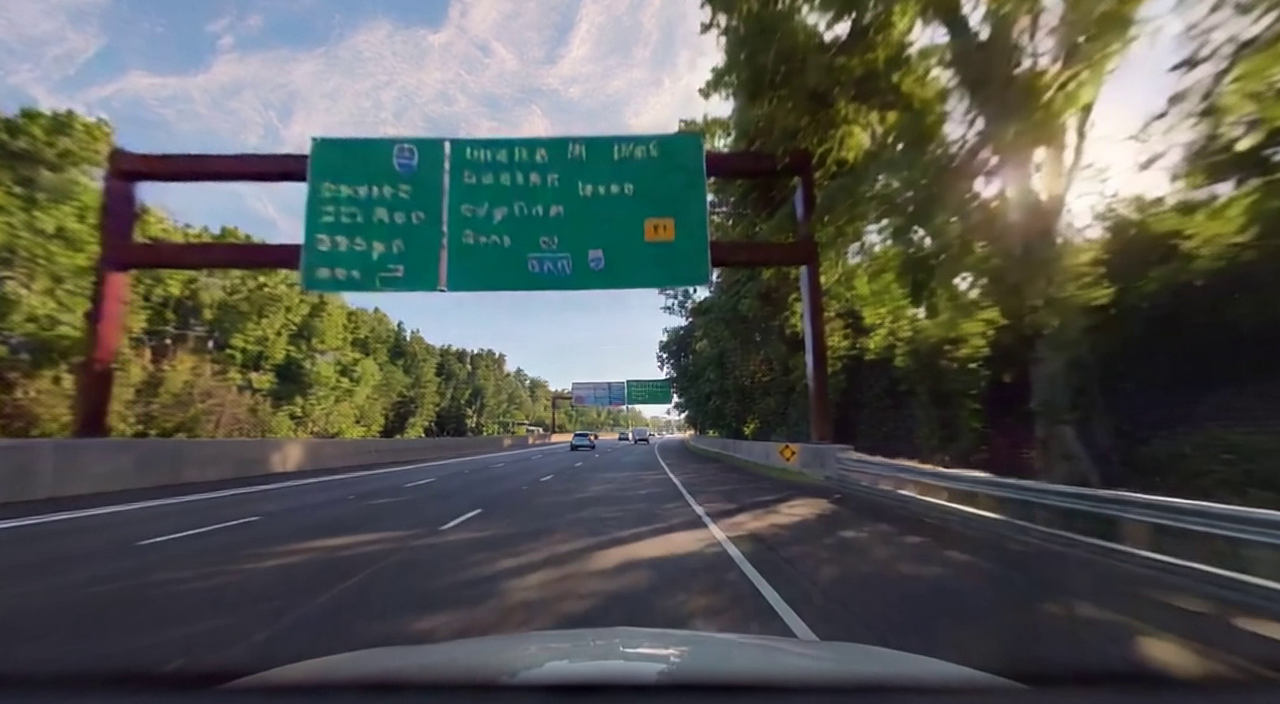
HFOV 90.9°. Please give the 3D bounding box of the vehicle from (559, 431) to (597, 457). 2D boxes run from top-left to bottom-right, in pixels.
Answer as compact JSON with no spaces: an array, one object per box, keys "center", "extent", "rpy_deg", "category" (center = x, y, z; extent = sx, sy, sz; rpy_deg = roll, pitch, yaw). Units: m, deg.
[{"center":[-4.028,6.070,41.743],"extent":[2.052,1.626,4.514],"rpy_deg":[0,-8,1],"category":"vehicle"}]
